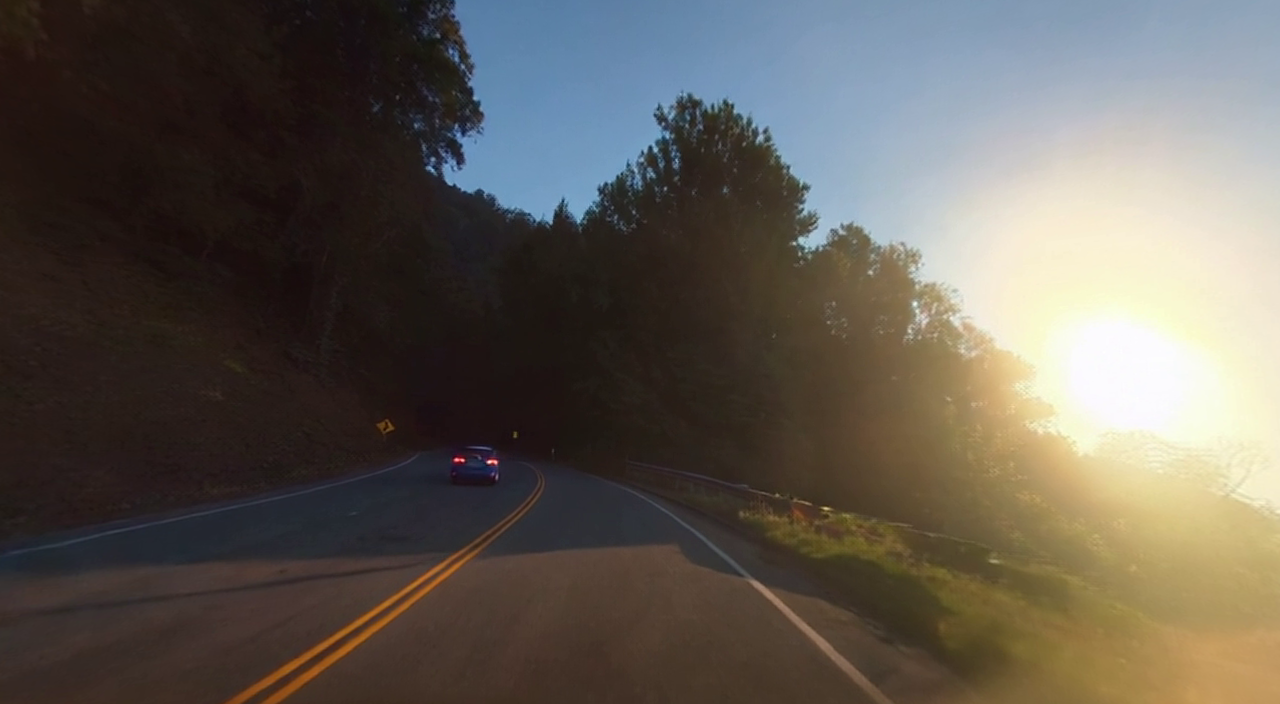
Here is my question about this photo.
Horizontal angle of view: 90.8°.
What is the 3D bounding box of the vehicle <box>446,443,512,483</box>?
[{"bbox_3d":[-6.517,4.512,26.059,2.042,1.483,4.288,1,-9,-7],"label":"vehicle"}]
